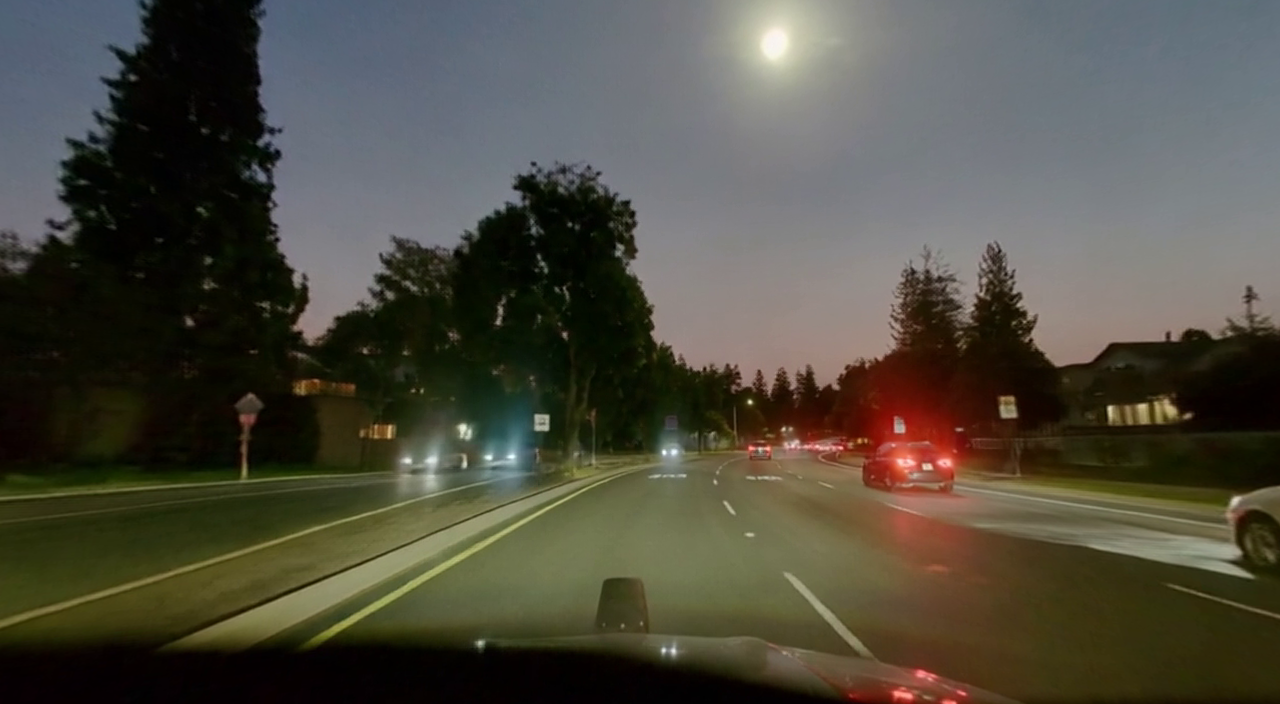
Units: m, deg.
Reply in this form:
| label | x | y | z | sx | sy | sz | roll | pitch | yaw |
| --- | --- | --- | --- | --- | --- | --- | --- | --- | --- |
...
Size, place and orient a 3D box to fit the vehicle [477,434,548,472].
| label | x | y | z | sx | sy | sz | roll | pitch | yaw |
| --- | --- | --- | --- | --- | --- | --- | --- | --- | --- |
| vehicle | -6.782 | 5.426 | 34.146 | 2.137 | 1.828 | 5.202 | -1 | -8 | 8 |

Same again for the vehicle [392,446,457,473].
| label | x | y | z | sx | sy | sz | roll | pitch | yaw |
| --- | --- | --- | --- | --- | --- | --- | --- | --- | --- |
| vehicle | -12.874 | 6.415 | 37.963 | 1.893 | 1.474 | 4.375 | -1 | -8 | 8 |

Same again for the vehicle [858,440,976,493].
| label | x | y | z | sx | sy | sz | roll | pitch | yaw |
| --- | --- | --- | --- | --- | --- | --- | --- | --- | --- |
| vehicle | 8.343 | 3.454 | 19.477 | 1.855 | 1.444 | 4.389 | -1 | -8 | 3 |

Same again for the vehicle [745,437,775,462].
| label | x | y | z | sx | sy | sz | roll | pitch | yaw |
| --- | --- | --- | --- | --- | --- | --- | --- | --- | --- |
| vehicle | 8.581 | 6.971 | 45.167 | 1.991 | 1.684 | 4.127 | -2 | -8 | 10 |
